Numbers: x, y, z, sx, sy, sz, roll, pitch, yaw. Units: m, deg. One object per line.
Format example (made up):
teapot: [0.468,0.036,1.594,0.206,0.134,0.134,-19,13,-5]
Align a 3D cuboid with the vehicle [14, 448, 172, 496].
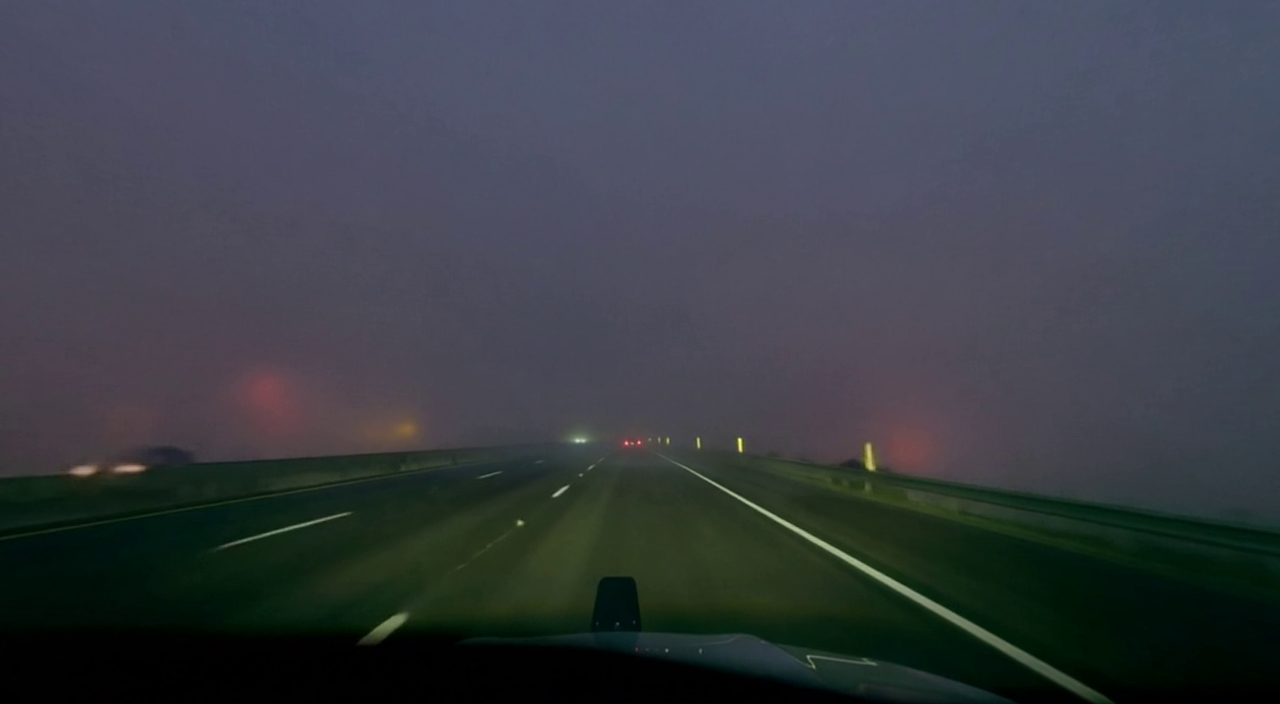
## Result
vehicle: [-19.536,4.255,22.777,1.779,1.491,4.435,0,-8,-1]
